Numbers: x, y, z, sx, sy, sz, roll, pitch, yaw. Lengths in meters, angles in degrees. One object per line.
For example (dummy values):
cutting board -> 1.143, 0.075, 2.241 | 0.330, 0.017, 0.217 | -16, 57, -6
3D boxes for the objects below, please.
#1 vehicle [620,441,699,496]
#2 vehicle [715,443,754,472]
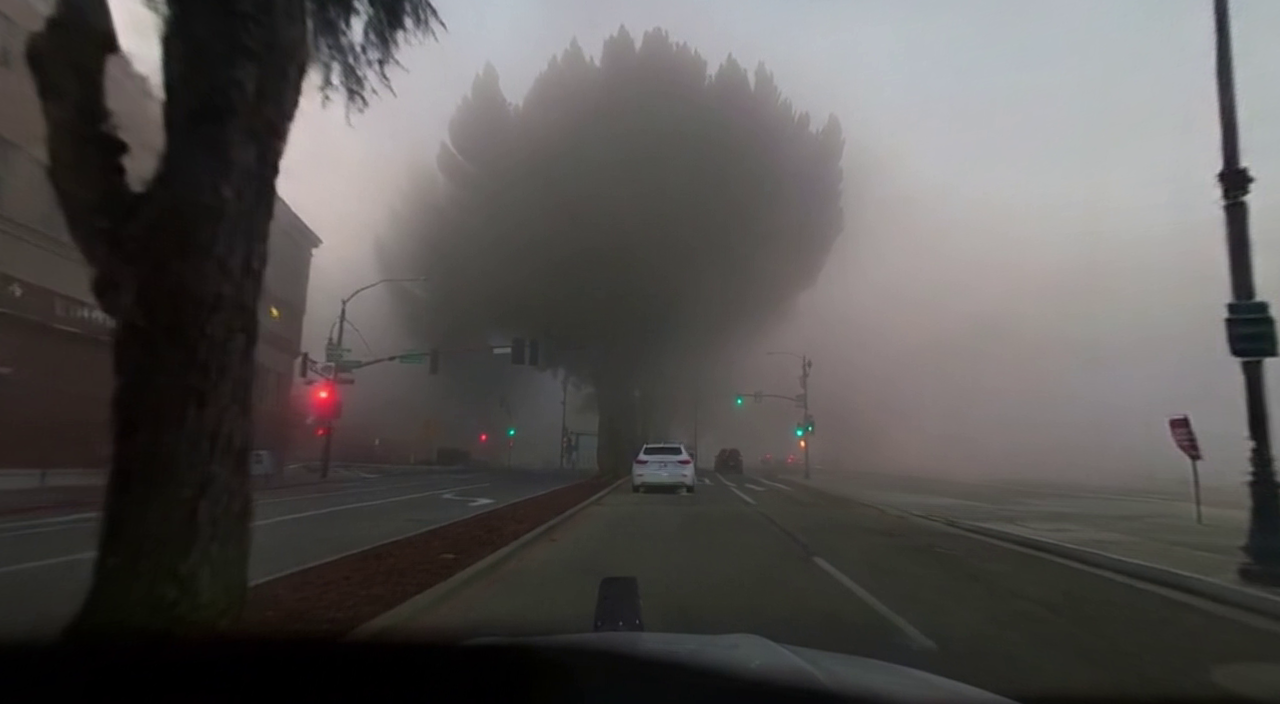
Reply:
vehicle -> 0.690, 3.555, 19.699 | 2.173, 1.479, 4.264 | -1, -9, 4
vehicle -> 6.322, 7.105, 42.692 | 2.092, 1.851, 4.913 | 0, -9, 2
